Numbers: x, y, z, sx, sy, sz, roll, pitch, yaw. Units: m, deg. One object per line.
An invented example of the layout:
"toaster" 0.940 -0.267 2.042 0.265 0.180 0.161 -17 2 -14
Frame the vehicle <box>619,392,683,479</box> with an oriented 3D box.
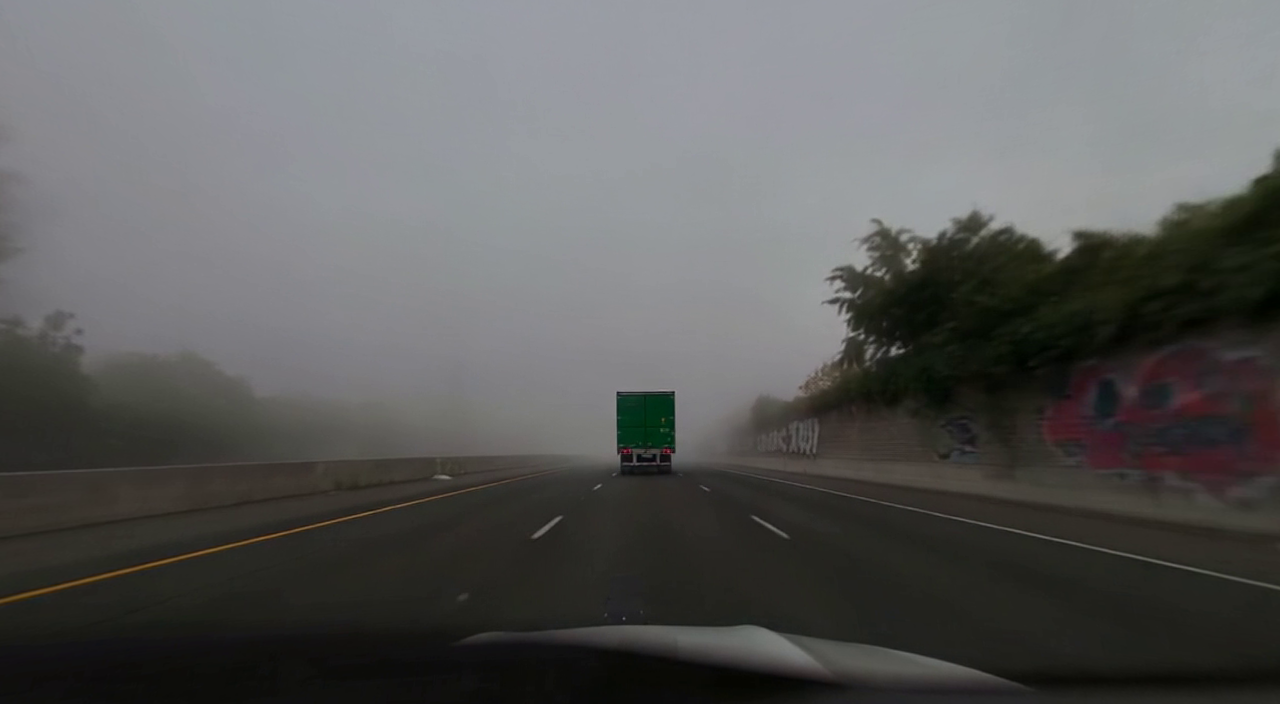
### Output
"vehicle" 0.423 4.606 33.823 2.900 3.955 10.151 0 -9 -1
